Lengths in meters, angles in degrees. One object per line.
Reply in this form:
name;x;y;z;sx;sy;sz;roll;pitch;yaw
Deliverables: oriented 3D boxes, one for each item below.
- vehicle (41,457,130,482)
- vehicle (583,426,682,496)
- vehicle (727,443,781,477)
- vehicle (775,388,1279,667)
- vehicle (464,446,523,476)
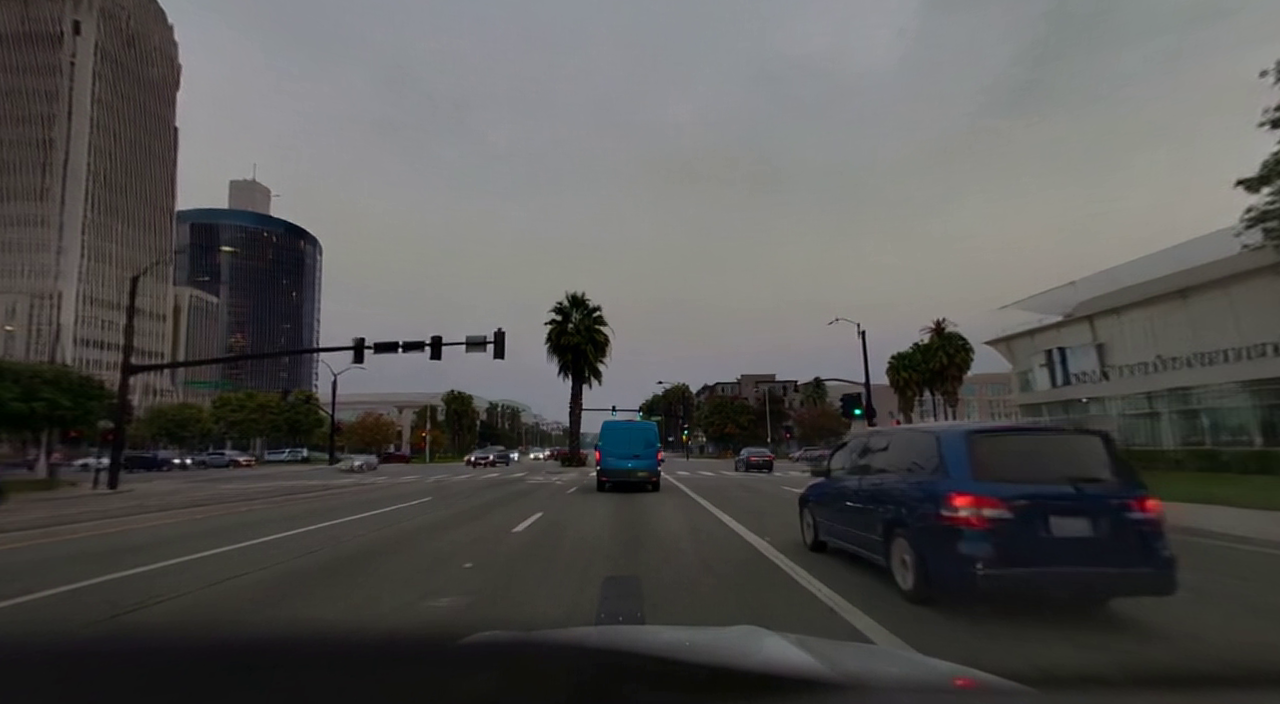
vehicle;-41.142;8.701;46.941;4.485;1.732;2.120;0;-9;-1
vehicle;-0.326;3.589;21.245;2.848;1.991;5.706;0;-9;-2
vehicle;6.067;5.796;34.197;1.931;1.692;4.267;0;-9;-3
vehicle;3.225;1.463;6.495;2.462;1.736;4.899;0;-9;-2
vehicle;-8.637;6.330;36.976;2.109;1.653;4.681;4;-10;-28
